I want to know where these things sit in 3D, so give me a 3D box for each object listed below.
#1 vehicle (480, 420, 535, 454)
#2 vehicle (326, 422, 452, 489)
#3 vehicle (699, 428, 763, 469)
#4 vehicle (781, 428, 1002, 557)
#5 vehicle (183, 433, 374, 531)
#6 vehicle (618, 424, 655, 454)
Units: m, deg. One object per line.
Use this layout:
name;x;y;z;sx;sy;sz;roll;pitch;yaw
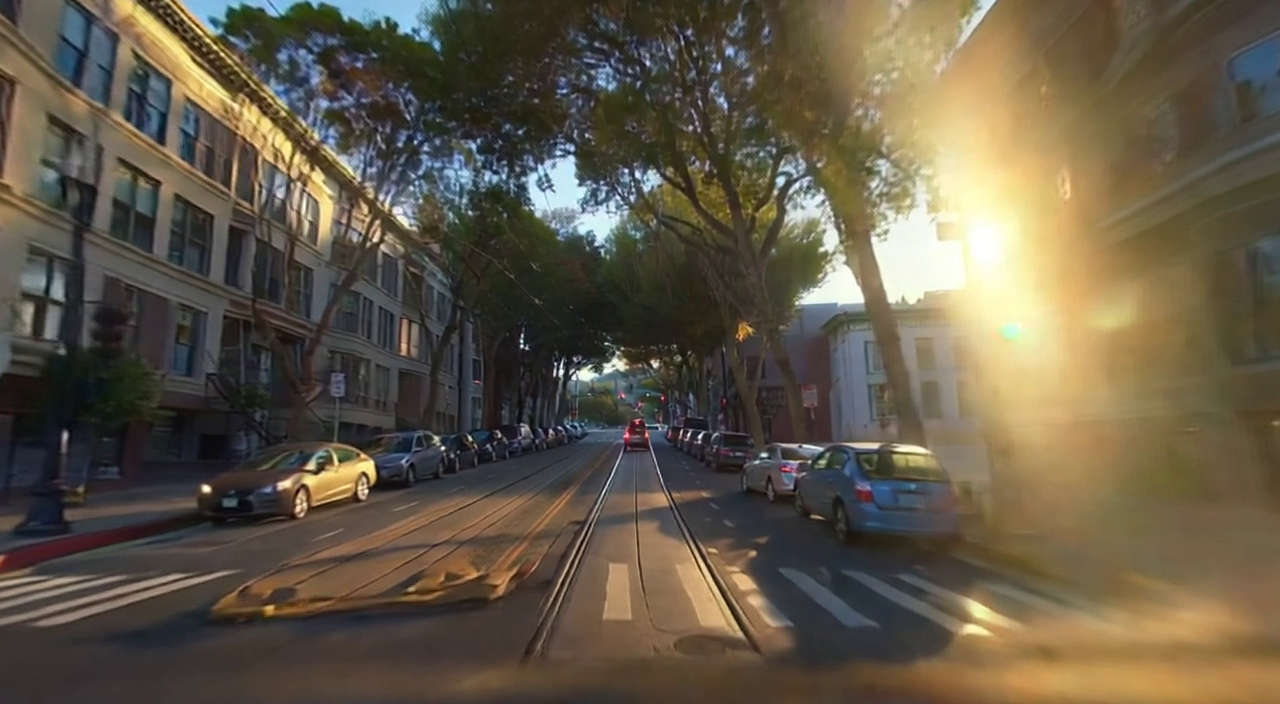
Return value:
vehicle;-7.450;4.877;36.014;2.049;1.821;5.066;0;-8;-1
vehicle;-7.466;3.171;19.399;1.861;1.751;4.550;1;-9;2
vehicle;3.707;4.025;26.457;1.890;1.559;4.281;0;-9;-2
vehicle;3.887;2.217;10.703;1.929;1.723;4.134;0;-9;-1
vehicle;-7.384;2.610;13.439;1.779;1.588;3.953;2;-6;-2
vehicle;-0.234;4.972;35.927;1.984;1.571;3.404;0;-8;-2
